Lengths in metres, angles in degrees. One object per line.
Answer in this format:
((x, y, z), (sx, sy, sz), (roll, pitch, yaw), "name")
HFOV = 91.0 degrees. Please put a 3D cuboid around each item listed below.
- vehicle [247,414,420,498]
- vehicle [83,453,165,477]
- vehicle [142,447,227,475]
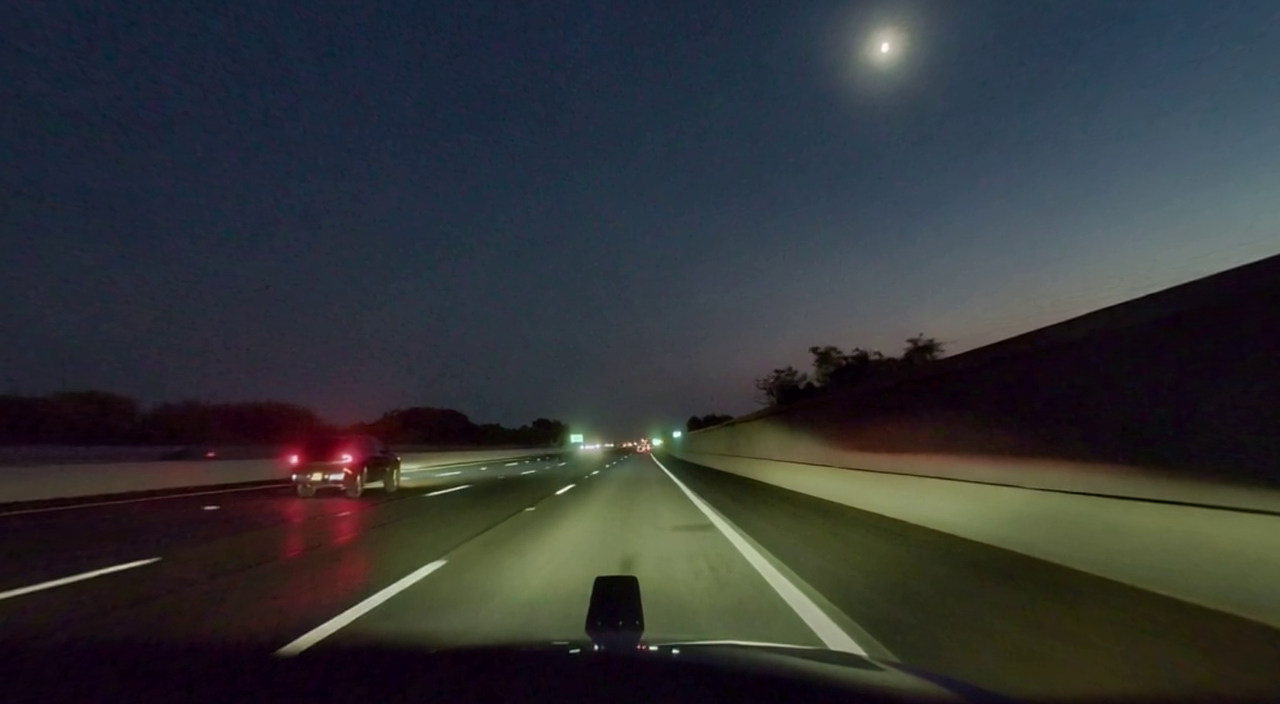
((-8.054, 2.816, 17.281), (2.163, 1.947, 4.959), (0, -9, 1), "vehicle")
((-36.019, 7.867, 44.101), (1.861, 1.523, 4.493), (0, -9, 1), "vehicle")
((-28.993, 6.935, 40.306), (1.951, 1.652, 4.578), (0, -9, 1), "vehicle")
